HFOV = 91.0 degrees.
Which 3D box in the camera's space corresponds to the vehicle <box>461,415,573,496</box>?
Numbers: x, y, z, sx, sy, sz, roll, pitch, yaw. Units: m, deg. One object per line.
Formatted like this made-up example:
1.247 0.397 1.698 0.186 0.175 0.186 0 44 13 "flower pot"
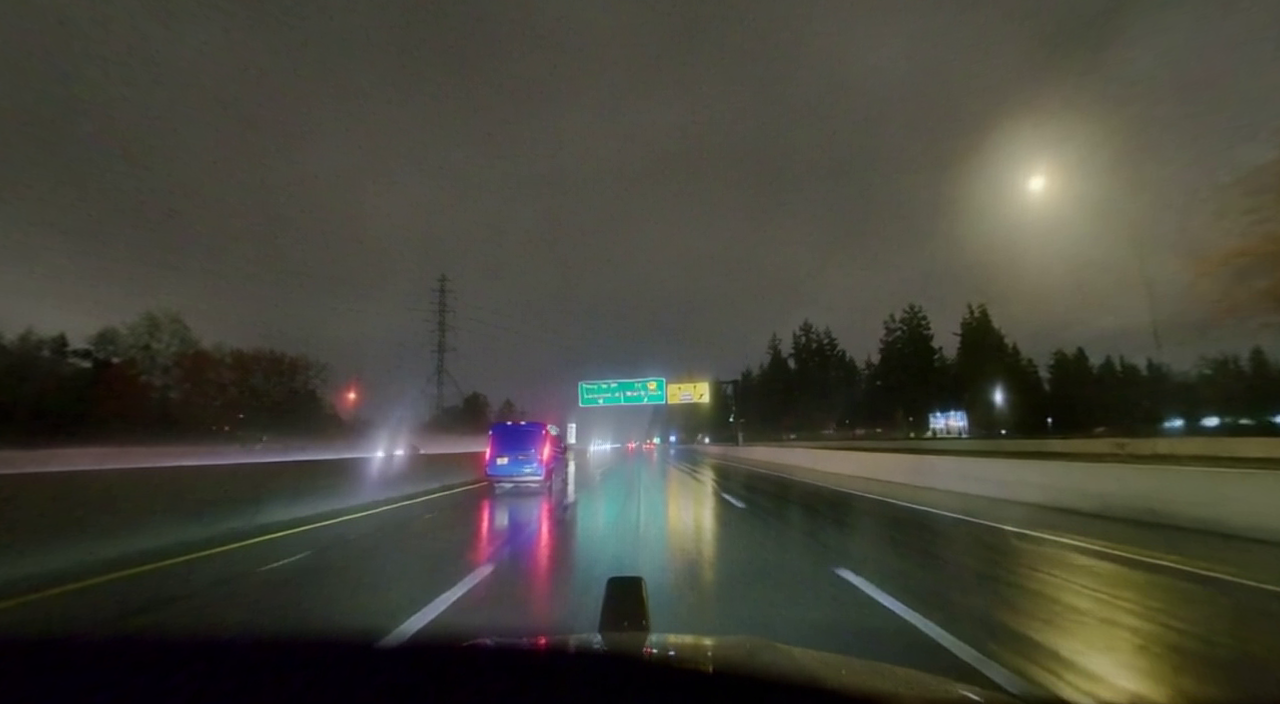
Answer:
-3.369 2.953 18.311 2.281 2.025 4.586 0 -8 0 "vehicle"
